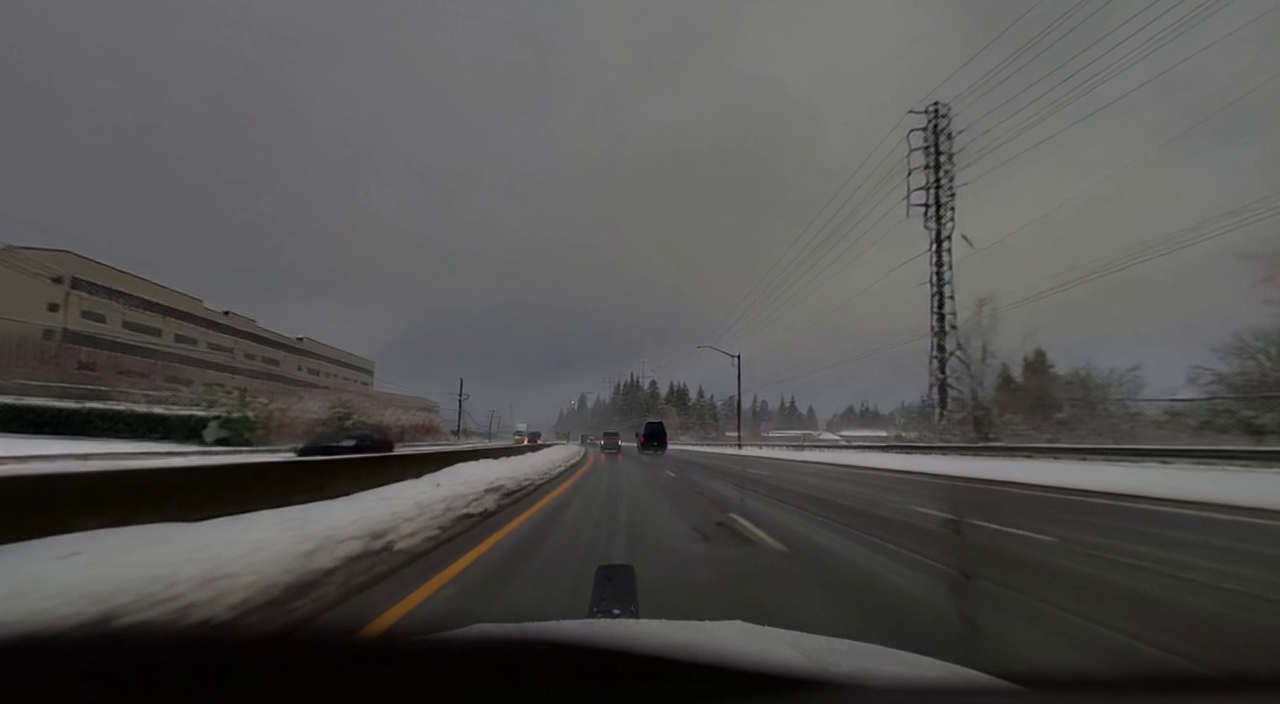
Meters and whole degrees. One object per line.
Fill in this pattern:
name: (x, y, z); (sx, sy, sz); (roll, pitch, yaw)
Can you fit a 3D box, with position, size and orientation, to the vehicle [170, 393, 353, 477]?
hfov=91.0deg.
vehicle: (-7.991, 1.818, 13.763); (1.734, 1.560, 3.682); (0, -8, -1)
